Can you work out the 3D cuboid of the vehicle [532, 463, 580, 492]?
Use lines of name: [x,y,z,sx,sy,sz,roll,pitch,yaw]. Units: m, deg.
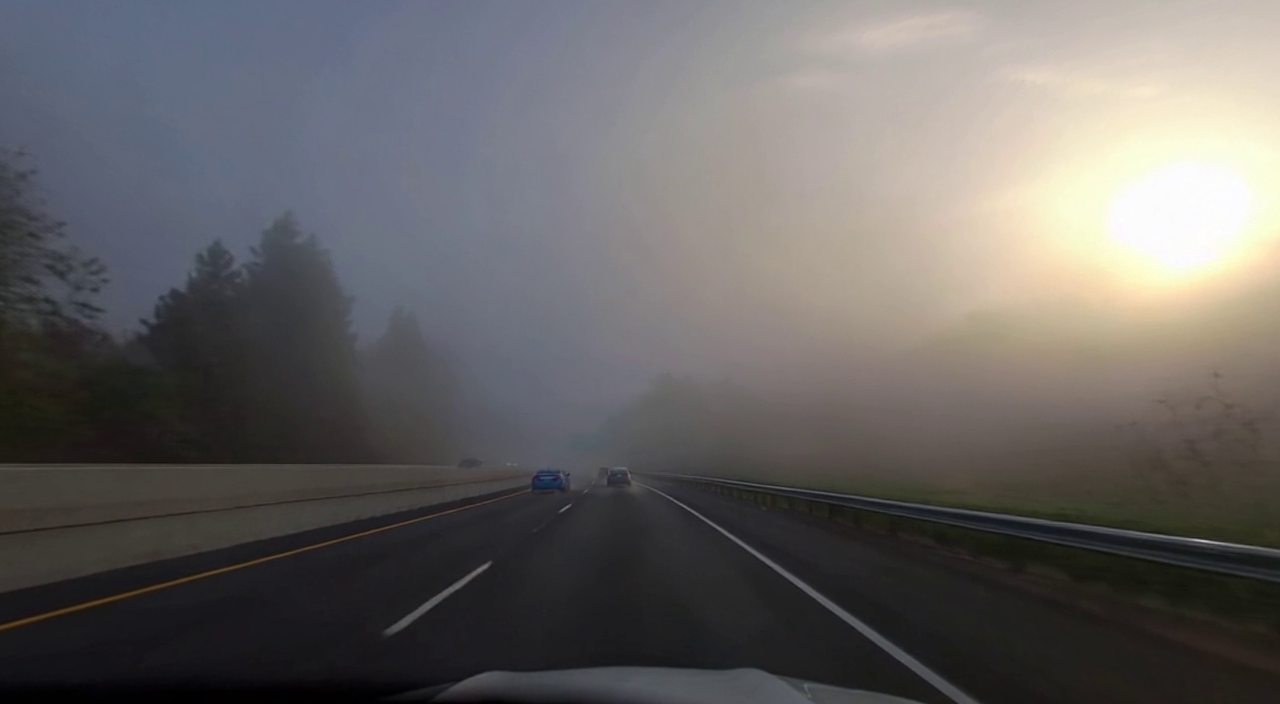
vehicle: [-4.797,7.296,36.659,2.310,1.521,4.731,1,-11,-3]
